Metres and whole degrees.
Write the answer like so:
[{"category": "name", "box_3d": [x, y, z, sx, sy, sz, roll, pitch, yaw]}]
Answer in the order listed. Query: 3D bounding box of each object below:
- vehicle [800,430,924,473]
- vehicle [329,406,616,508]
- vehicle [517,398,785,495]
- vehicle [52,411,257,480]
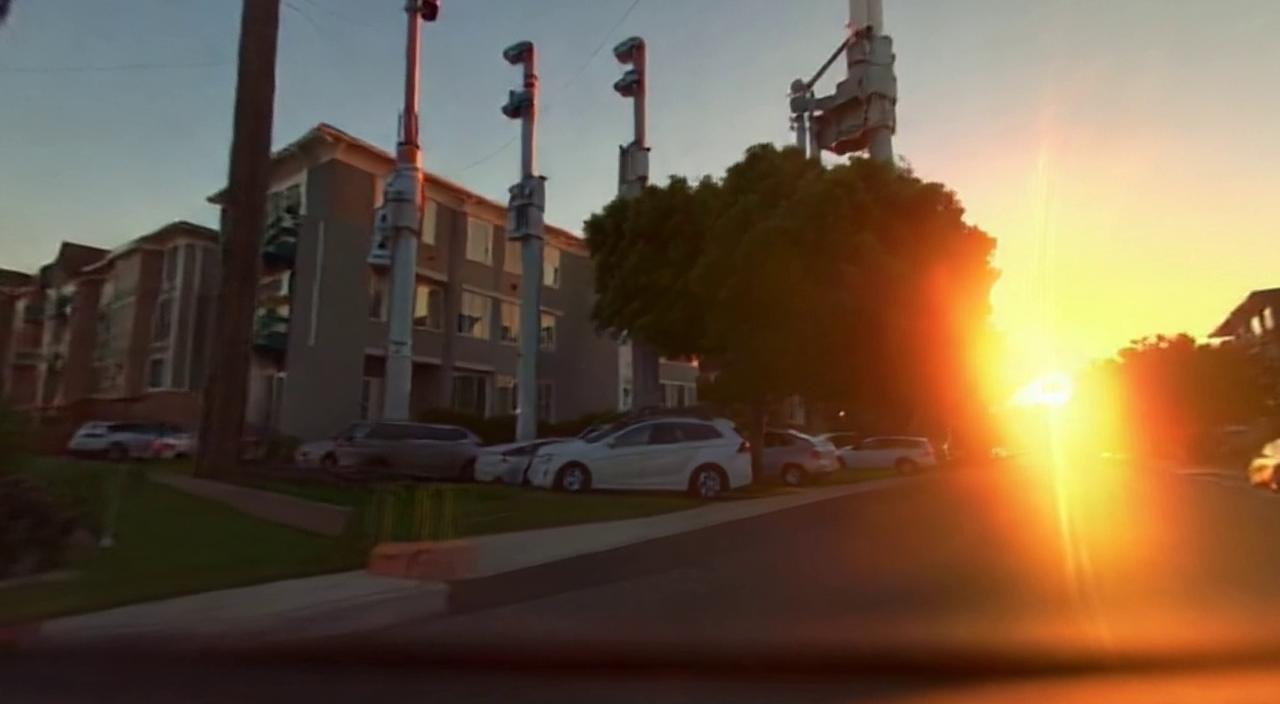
[{"category": "vehicle", "box_3d": [9.124, 4.109, 26.224, 4.450, 1.707, 1.902, 0, -8, 1]}, {"category": "vehicle", "box_3d": [-2.871, 1.882, 11.538, 4.648, 1.659, 1.897, -1, -8, 5]}, {"category": "vehicle", "box_3d": [0.238, 2.095, 14.175, 5.514, 1.976, 2.153, 0, -8, 2]}, {"category": "vehicle", "box_3d": [-15.656, 3.000, 20.380, 5.778, 1.875, 2.152, 0, -10, 19]}]
